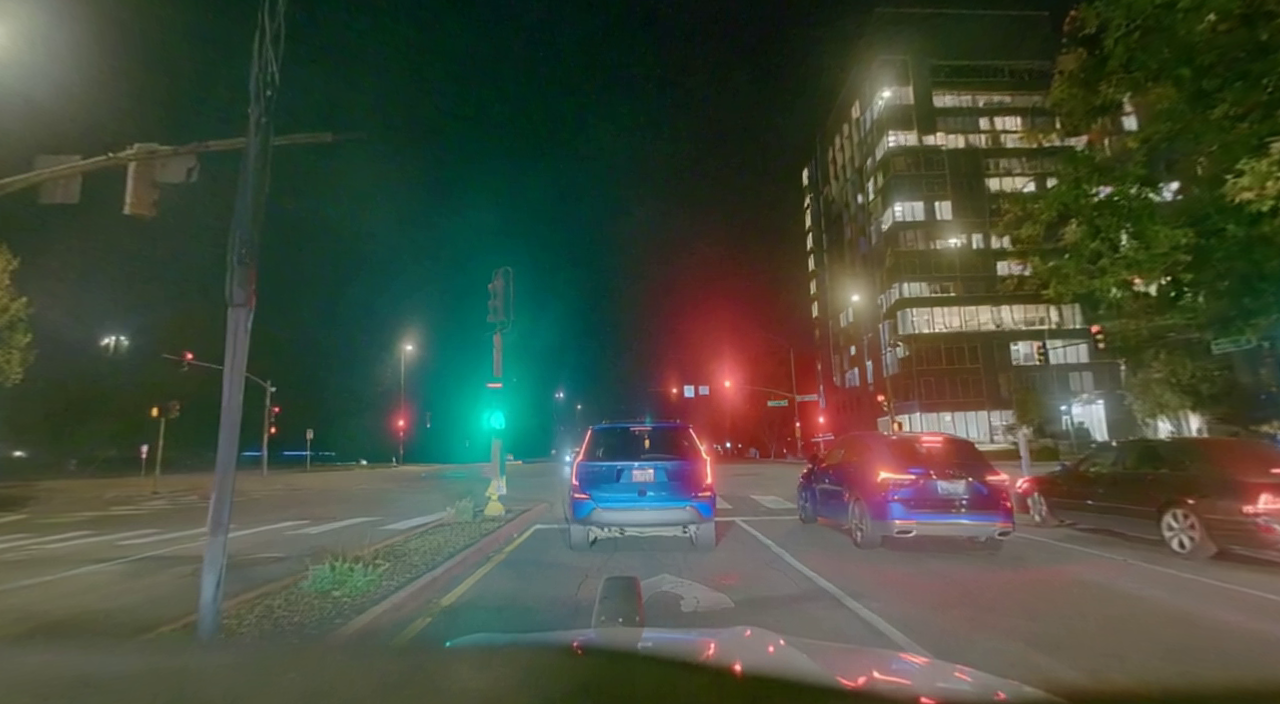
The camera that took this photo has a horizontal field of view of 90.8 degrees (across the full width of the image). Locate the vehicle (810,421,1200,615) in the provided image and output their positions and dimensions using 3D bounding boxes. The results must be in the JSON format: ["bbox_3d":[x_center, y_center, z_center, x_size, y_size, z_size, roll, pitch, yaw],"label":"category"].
[{"bbox_3d":[3.621,1.696,7.482,1.899,1.572,4.425,0,-8,-1],"label":"vehicle"}]

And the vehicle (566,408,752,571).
[{"bbox_3d":[0.111,1.843,9.199,2.085,1.807,4.038,0,-8,-3],"label":"vehicle"}]
